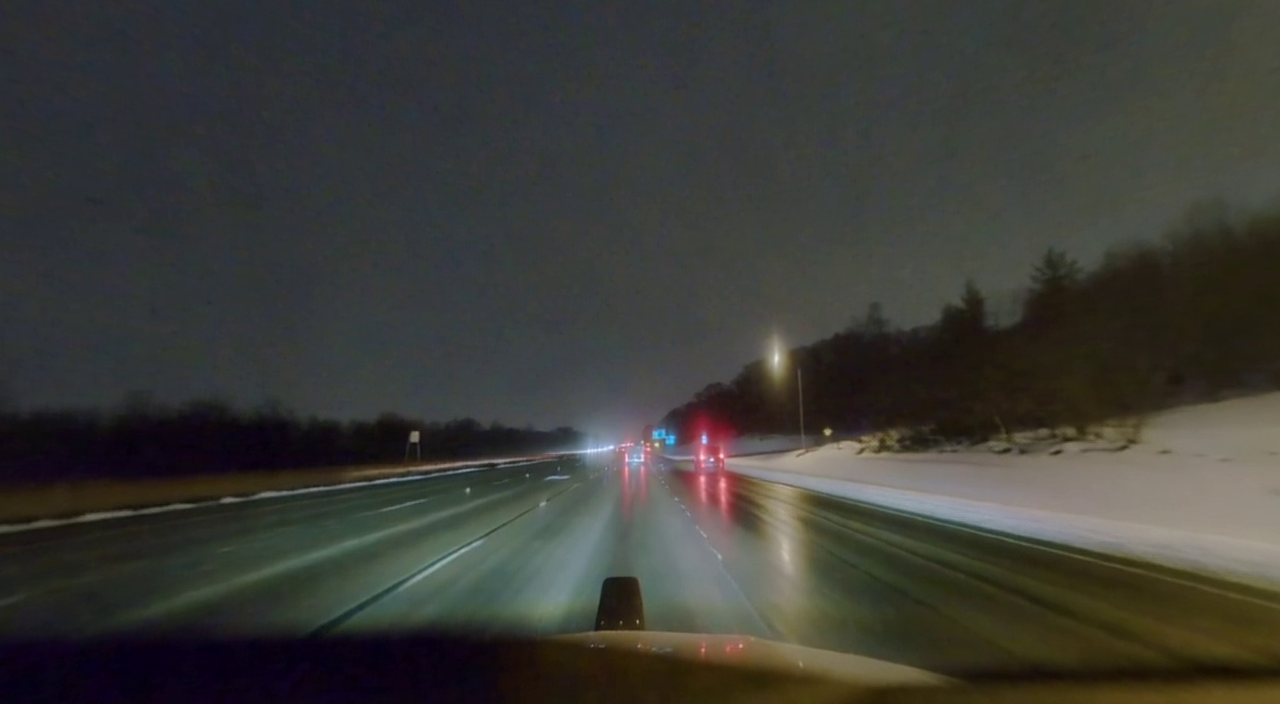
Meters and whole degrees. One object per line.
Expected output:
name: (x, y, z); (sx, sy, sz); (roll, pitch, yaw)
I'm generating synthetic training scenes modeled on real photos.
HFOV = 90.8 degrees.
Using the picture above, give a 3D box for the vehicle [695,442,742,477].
vehicle: (4.238, 5.896, 34.828); (2.133, 1.746, 4.511); (0, -9, 1)
